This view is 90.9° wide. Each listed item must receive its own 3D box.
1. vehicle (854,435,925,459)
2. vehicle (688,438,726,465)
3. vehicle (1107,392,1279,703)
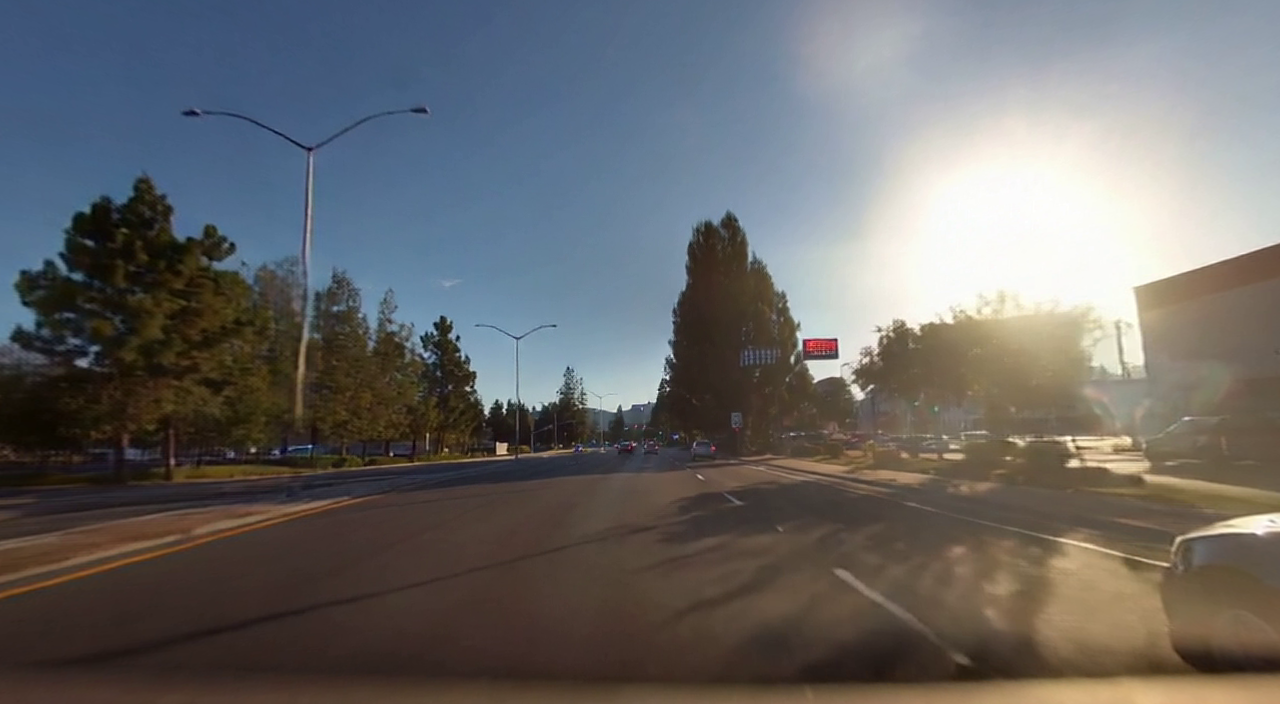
[{"bbox_3d":[18.312,6.964,46.405,4.386,1.701,2.121,-1,-8,3],"label":"vehicle"},{"bbox_3d":[4.376,6.603,41.949,2.007,1.683,4.171,0,-8,-1],"label":"vehicle"},{"bbox_3d":[3.567,0.710,1.050,1.995,1.528,4.732,0,-8,1],"label":"vehicle"}]
